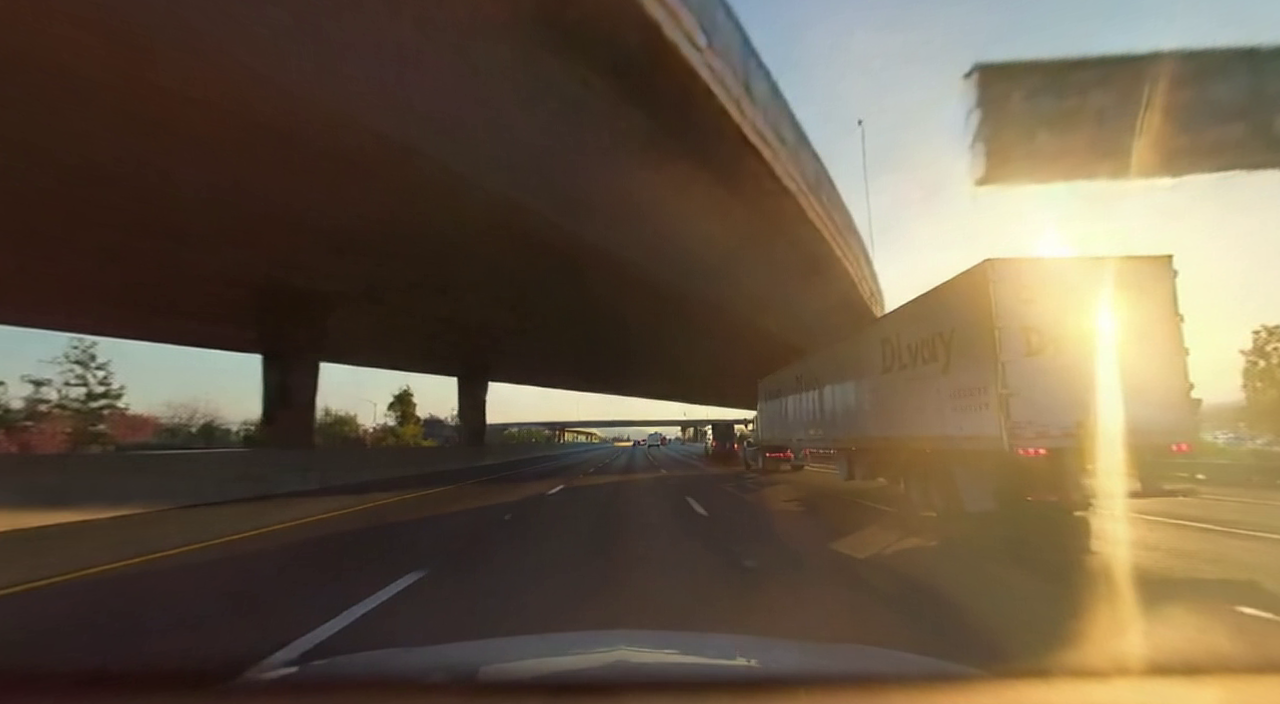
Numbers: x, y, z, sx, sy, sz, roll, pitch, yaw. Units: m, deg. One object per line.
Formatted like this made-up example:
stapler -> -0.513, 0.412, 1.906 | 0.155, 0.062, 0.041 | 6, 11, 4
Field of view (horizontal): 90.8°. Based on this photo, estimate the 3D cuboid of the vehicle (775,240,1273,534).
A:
vehicle -> 6.761, 1.571, 16.517 | 2.962, 3.947, 16.241 | 0, -8, 0
